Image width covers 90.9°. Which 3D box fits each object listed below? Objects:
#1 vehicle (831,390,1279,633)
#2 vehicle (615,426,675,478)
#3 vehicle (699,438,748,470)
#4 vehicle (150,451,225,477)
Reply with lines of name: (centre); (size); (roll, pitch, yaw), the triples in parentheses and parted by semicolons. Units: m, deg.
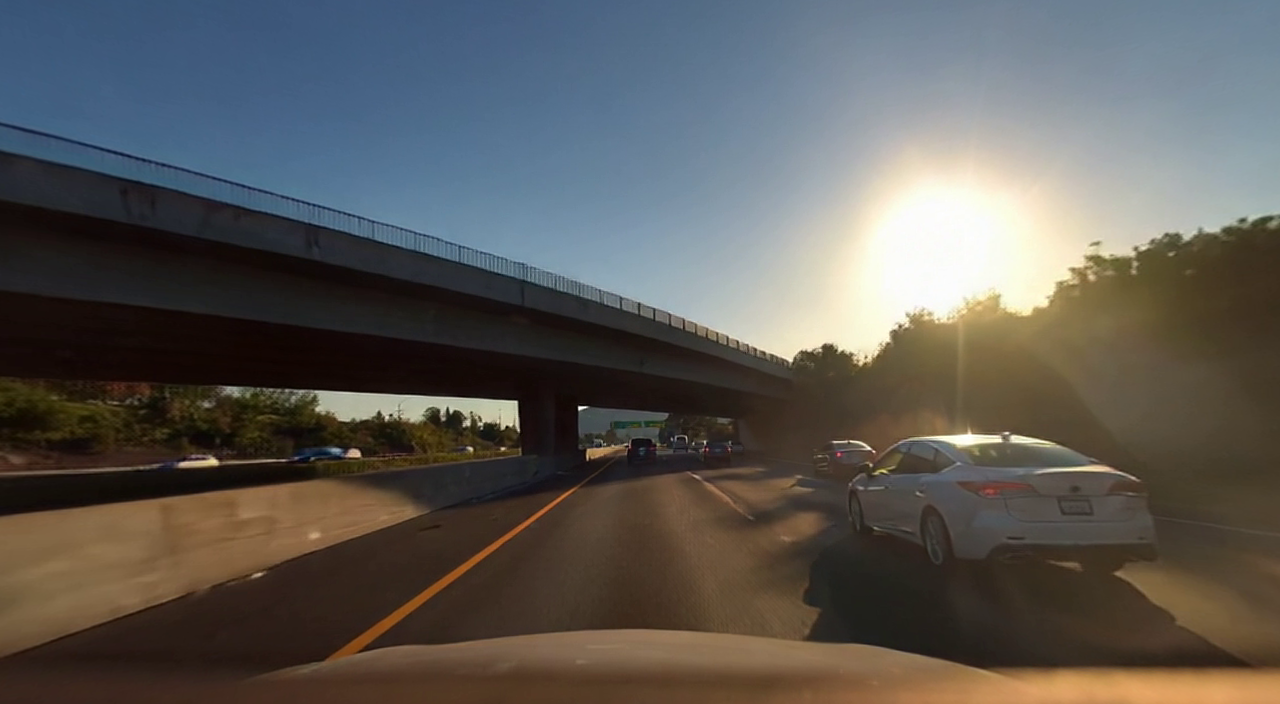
vehicle: (3.712, 1.418, 6.642); (2.003, 1.661, 4.418); (0, -8, 0)
vehicle: (0.176, 3.973, 25.250); (2.189, 1.852, 4.038); (0, -8, 0)
vehicle: (4.175, 5.153, 32.085); (1.825, 1.487, 4.034); (0, -8, -1)
vehicle: (-31.377, 7.760, 43.927); (1.793, 1.581, 4.692); (0, -8, 0)
